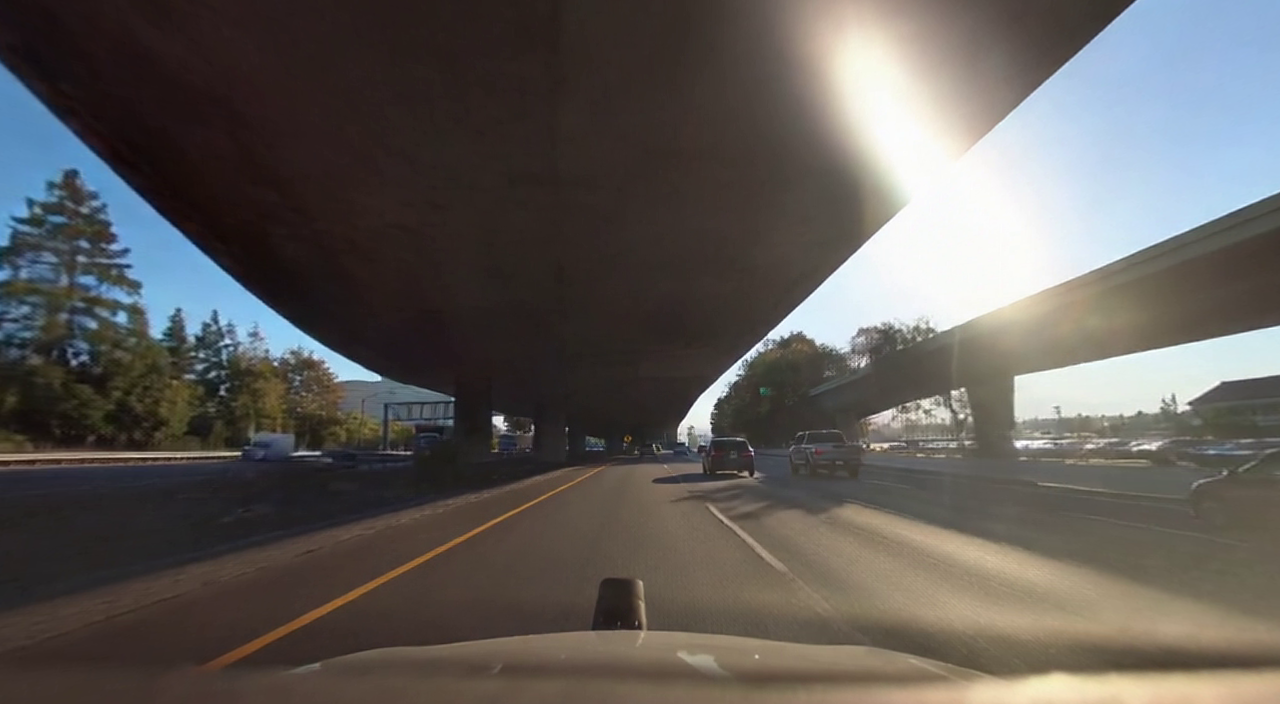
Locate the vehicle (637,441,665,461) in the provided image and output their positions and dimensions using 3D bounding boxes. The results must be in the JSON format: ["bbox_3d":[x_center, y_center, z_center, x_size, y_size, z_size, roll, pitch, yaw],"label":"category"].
[{"bbox_3d":[0.859,7.691,49.023,2.046,1.475,3.784,0,-8,1],"label":"vehicle"}]

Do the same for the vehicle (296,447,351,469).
[{"bbox_3d":[-23.164,7.748,46.437,1.750,1.472,4.460,0,-9,-1],"label":"vehicle"}]

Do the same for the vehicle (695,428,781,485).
[{"bbox_3d":[3.309,3.659,22.445,2.226,1.779,4.835,0,-9,-1],"label":"vehicle"}]
